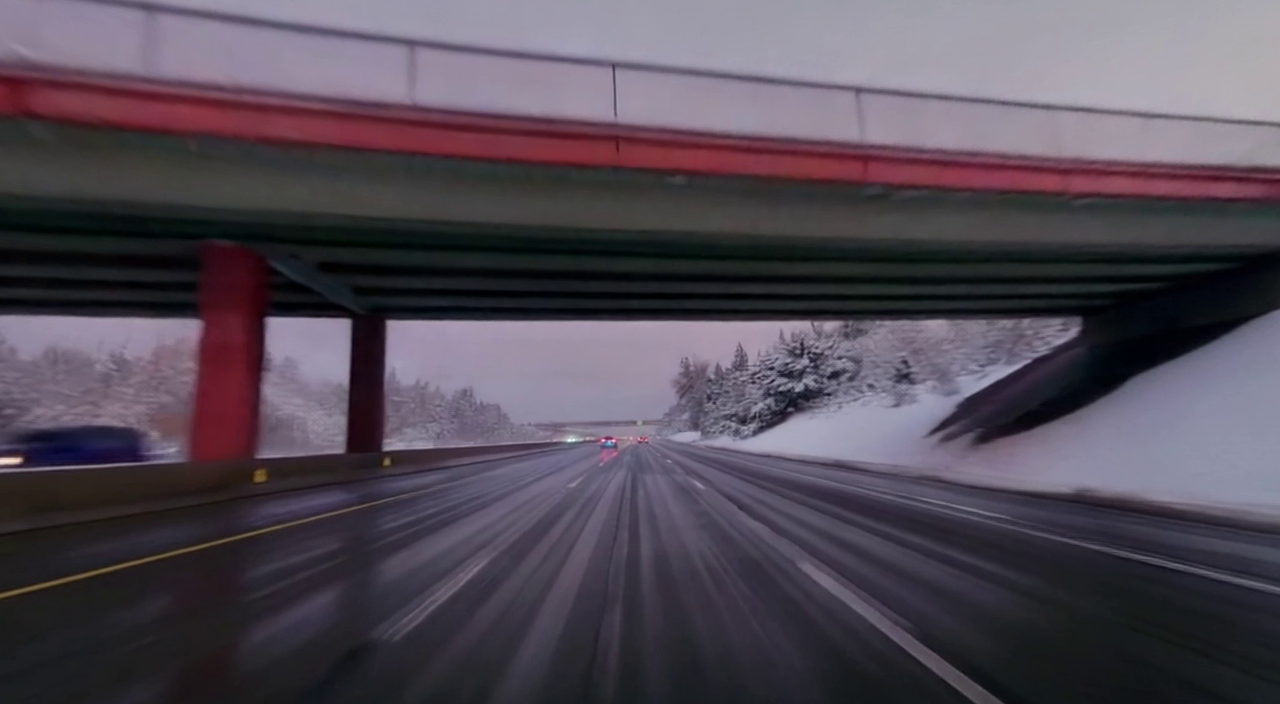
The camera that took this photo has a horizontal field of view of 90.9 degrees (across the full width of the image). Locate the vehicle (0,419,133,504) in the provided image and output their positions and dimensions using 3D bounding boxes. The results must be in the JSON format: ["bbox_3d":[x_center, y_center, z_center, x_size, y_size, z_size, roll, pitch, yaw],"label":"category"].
[{"bbox_3d":[-15.675,2.688,15.740,2.067,1.946,4.734,0,-8,0],"label":"vehicle"}]
